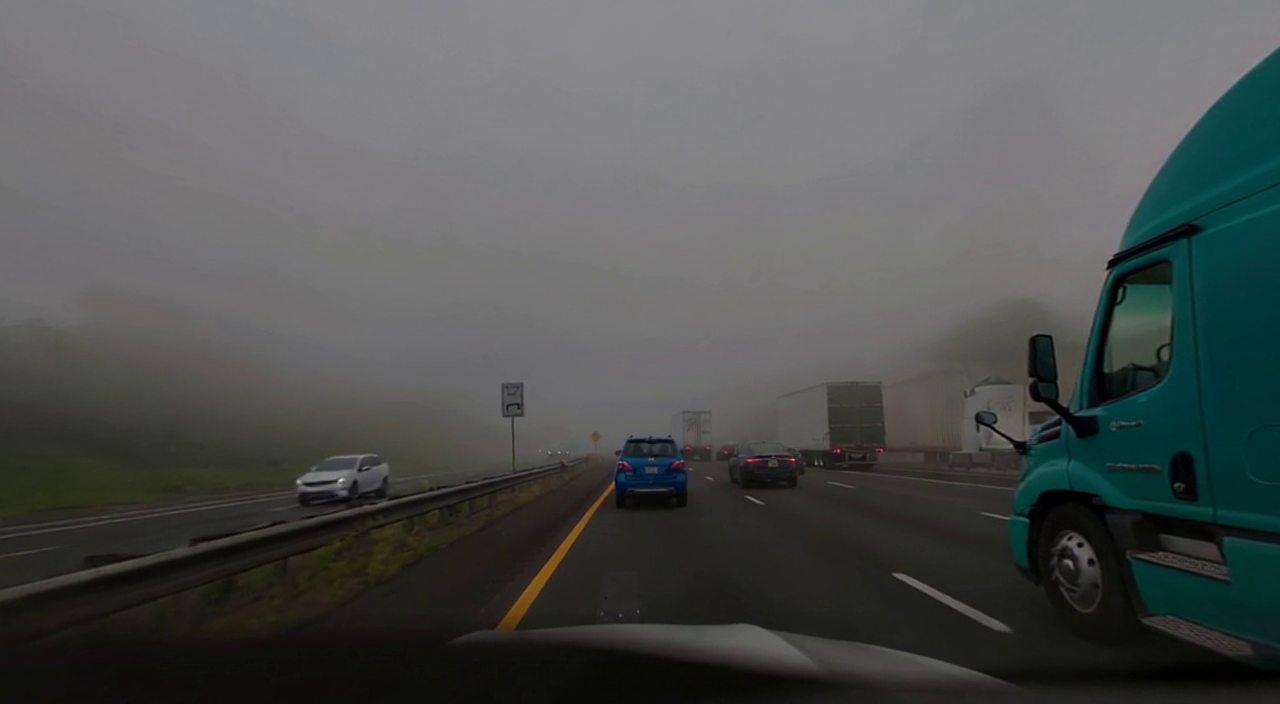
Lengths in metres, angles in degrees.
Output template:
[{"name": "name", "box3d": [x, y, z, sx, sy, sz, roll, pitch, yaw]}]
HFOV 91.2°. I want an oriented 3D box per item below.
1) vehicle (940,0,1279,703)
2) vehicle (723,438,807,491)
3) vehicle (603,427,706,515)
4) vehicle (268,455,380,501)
[{"name": "vehicle", "box3d": [4.250, -0.088, 2.566, 2.987, 3.877, 5.881, 0, -9, 0]}, {"name": "vehicle", "box3d": [3.924, 3.598, 20.340, 1.859, 1.512, 3.711, 0, -9, -2]}, {"name": "vehicle", "box3d": [0.285, 2.555, 13.796, 1.965, 1.664, 3.428, 0, -9, 0]}, {"name": "vehicle", "box3d": [-11.931, 4.756, 24.063, 1.921, 1.504, 4.633, 0, -9, 0]}]
